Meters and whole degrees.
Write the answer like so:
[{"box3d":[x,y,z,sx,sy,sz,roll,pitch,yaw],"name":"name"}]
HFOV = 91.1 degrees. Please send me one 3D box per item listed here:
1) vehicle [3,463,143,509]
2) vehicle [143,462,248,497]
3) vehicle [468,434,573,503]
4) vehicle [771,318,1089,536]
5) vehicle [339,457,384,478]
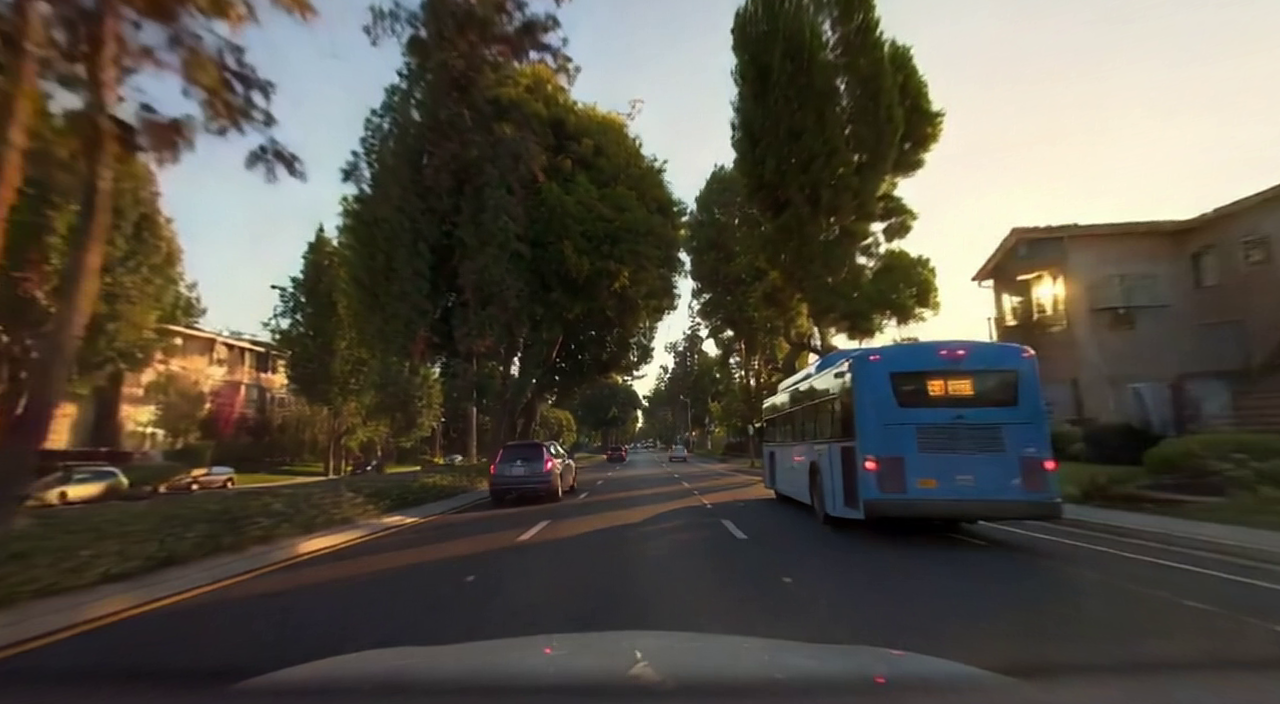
[{"box3d":[-22.161,5.207,24.763,1.781,1.553,3.896,0,-8,2],"name":"vehicle"},{"box3d":[-22.123,6.341,31.491,1.797,1.481,4.750,0,-8,0],"name":"vehicle"},{"box3d":[-3.332,3.329,18.435,2.111,1.767,4.333,0,-8,1],"name":"vehicle"},{"box3d":[5.671,2.036,15.902,3.072,3.278,12.747,-1,-8,5],"name":"vehicle"},{"box3d":[-22.059,9.134,49.858,1.774,1.485,3.867,0,-8,1],"name":"vehicle"}]
